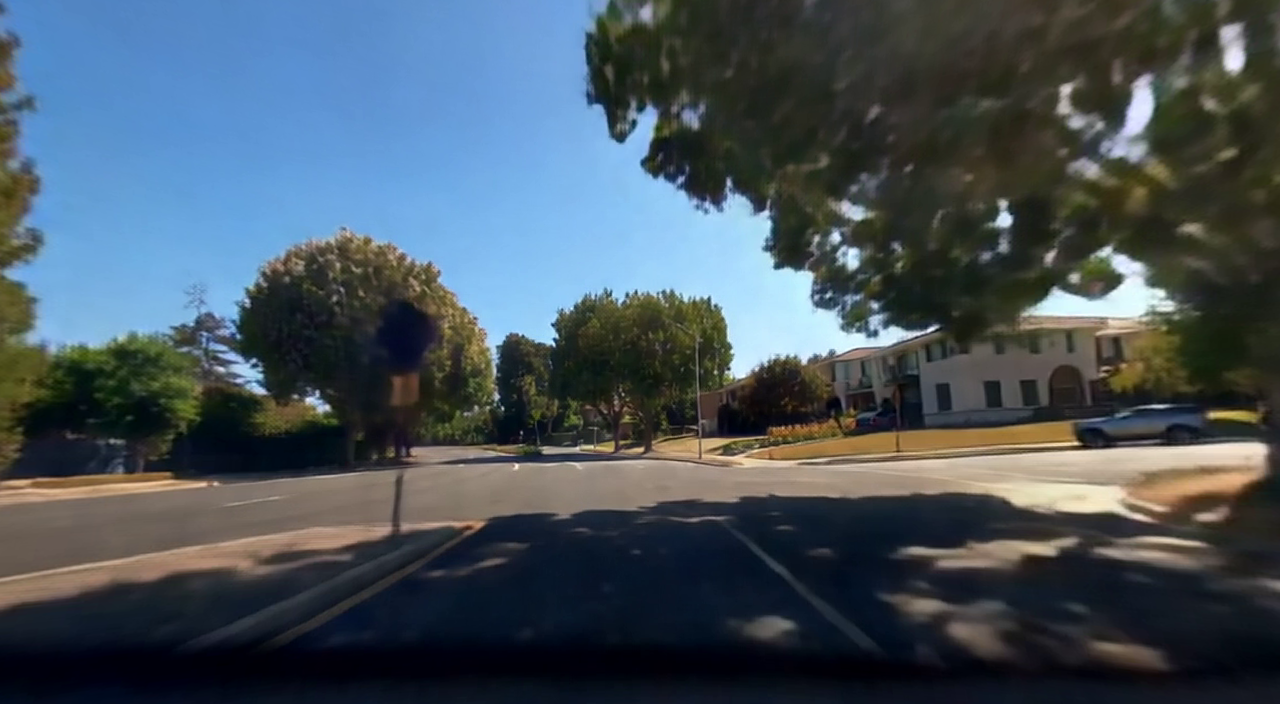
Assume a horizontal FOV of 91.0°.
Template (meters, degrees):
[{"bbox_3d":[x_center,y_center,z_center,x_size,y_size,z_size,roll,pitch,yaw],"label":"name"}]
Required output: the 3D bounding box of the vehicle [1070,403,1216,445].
[{"bbox_3d":[20.747,3.062,26.268,4.499,1.627,2.003,-5,-10,33],"label":"vehicle"}]

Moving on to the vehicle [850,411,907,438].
[{"bbox_3d":[17.528,5.375,46.209,4.740,1.779,2.023,8,-12,-44],"label":"vehicle"}]
